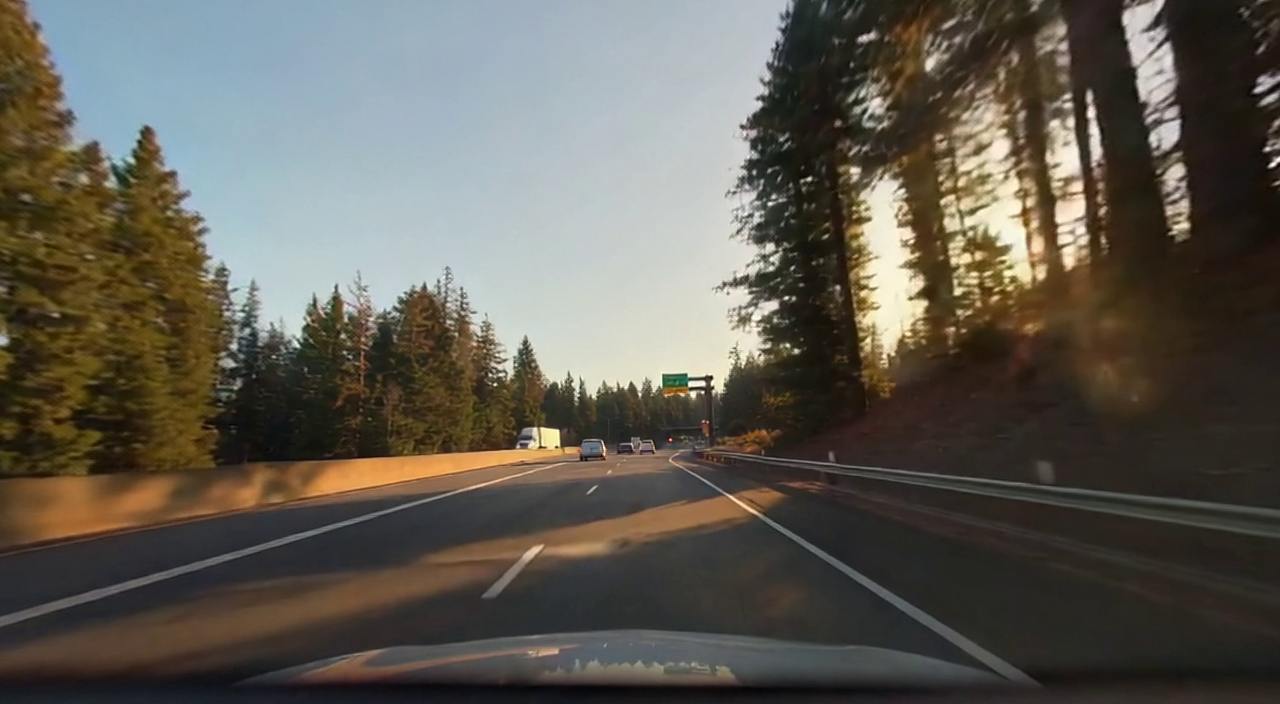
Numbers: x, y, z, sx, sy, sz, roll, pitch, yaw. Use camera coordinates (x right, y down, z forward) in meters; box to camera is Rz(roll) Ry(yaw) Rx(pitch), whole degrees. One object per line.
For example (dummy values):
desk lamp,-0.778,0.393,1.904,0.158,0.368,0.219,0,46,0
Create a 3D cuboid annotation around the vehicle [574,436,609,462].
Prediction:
vehicle,-3.349,6.819,44.509,2.129,1.742,4.217,0,-8,1
